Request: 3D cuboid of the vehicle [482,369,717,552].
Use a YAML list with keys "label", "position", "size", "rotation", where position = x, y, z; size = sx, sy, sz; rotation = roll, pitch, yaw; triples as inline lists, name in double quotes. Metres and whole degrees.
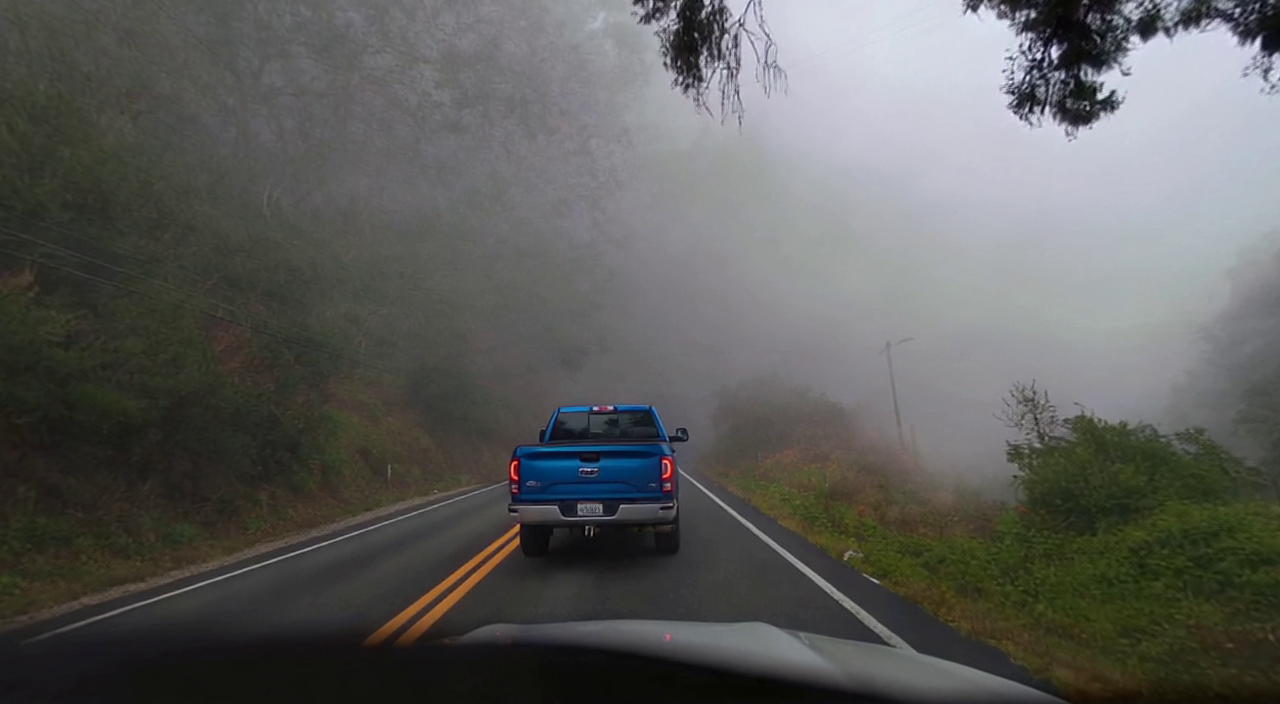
- label: "vehicle"
  position: [-0.529, 1.748, 10.715]
  size: [2.837, 2.223, 5.885]
  rotation: [0, -8, -1]
